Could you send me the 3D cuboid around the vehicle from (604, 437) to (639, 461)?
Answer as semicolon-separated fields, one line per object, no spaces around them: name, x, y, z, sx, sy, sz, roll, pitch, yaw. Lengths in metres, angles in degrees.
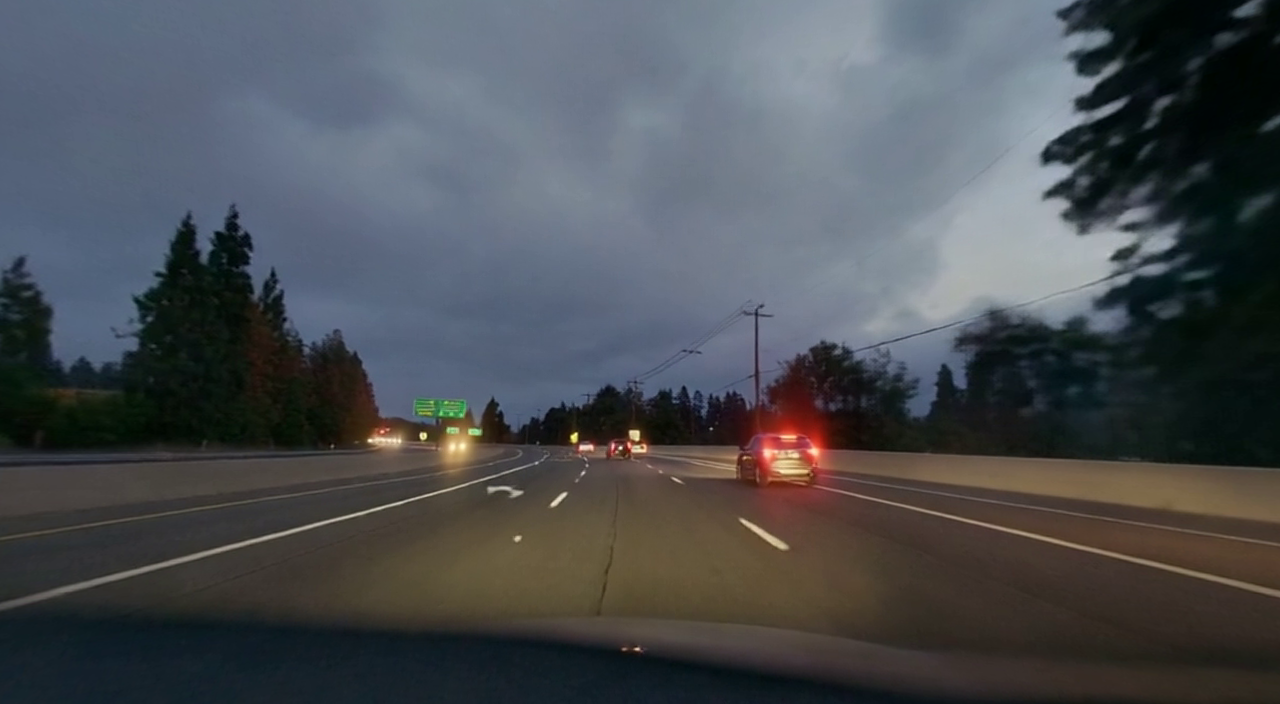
vehicle;-1.443;7.406;48.233;2.188;1.714;3.921;1;-8;-9

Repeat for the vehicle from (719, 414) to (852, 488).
vehicle;4.404;3.168;20.515;2.504;2.033;5.979;0;-8;-4
